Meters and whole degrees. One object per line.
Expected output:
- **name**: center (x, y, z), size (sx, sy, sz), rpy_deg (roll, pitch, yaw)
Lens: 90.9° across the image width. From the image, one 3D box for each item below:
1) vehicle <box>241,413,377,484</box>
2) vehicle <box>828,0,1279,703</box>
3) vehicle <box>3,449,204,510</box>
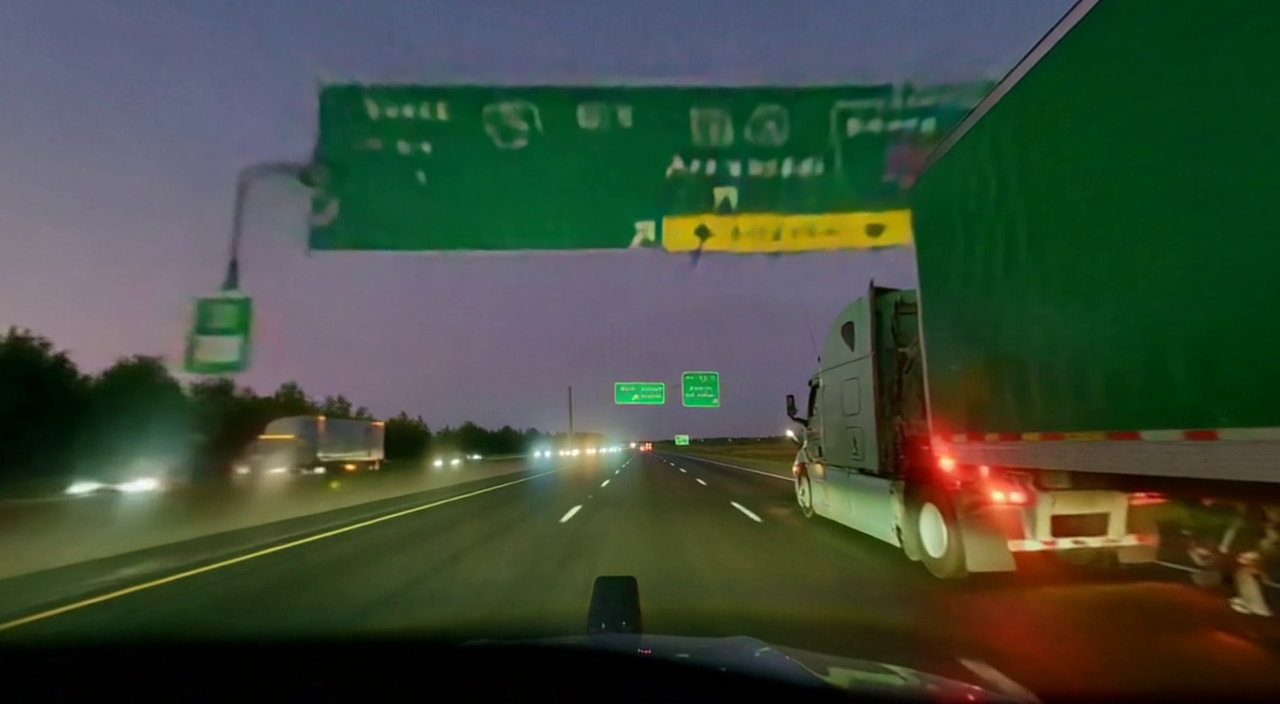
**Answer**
- **vehicle**: center (-19.223, 5.752, 37.549), size (2.933, 3.652, 9.374), rpy_deg (0, -9, 0)
- **vehicle**: center (4.105, -0.377, 1.923), size (3.060, 4.100, 13.141), rpy_deg (0, -9, 0)
- **vehicle**: center (-14.622, 3.467, 17.577), size (1.869, 1.464, 4.207), rpy_deg (0, -9, 0)
